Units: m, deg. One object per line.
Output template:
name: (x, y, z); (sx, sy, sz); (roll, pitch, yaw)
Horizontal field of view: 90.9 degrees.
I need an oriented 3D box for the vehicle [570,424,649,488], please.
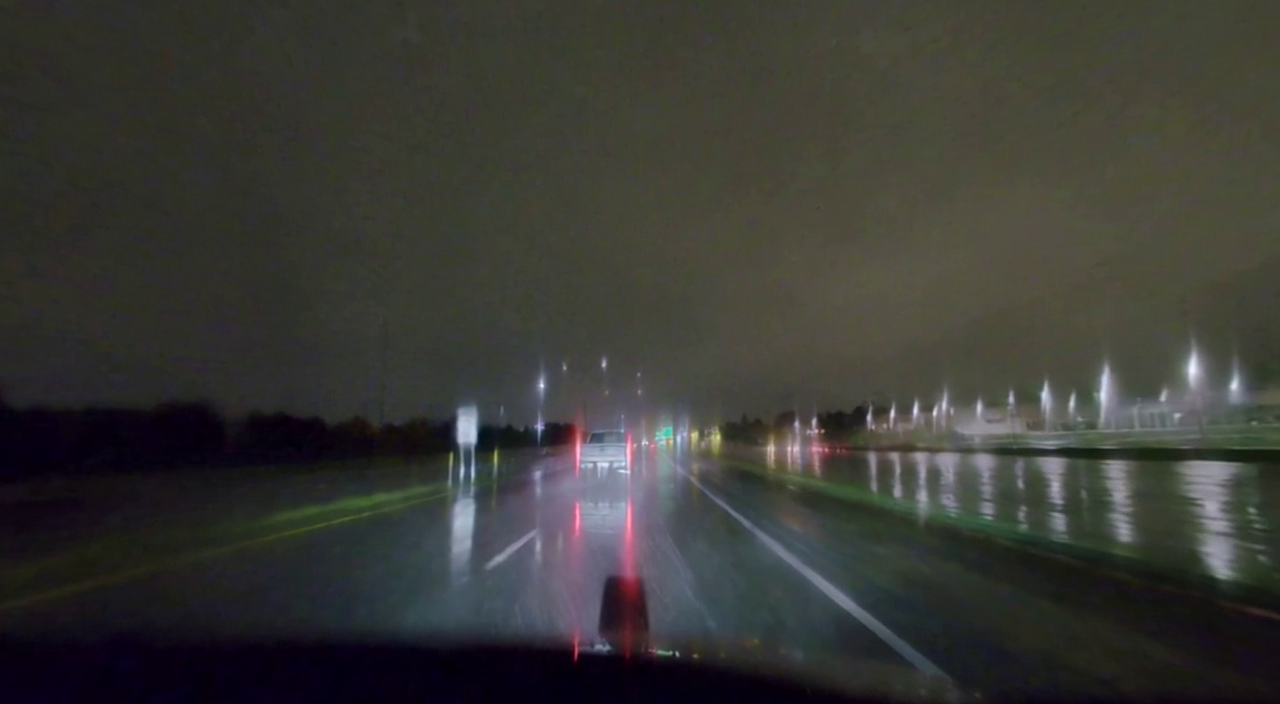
vehicle: (-0.908, 3.633, 22.362); (2.350, 1.932, 5.562); (-1, -8, 2)
